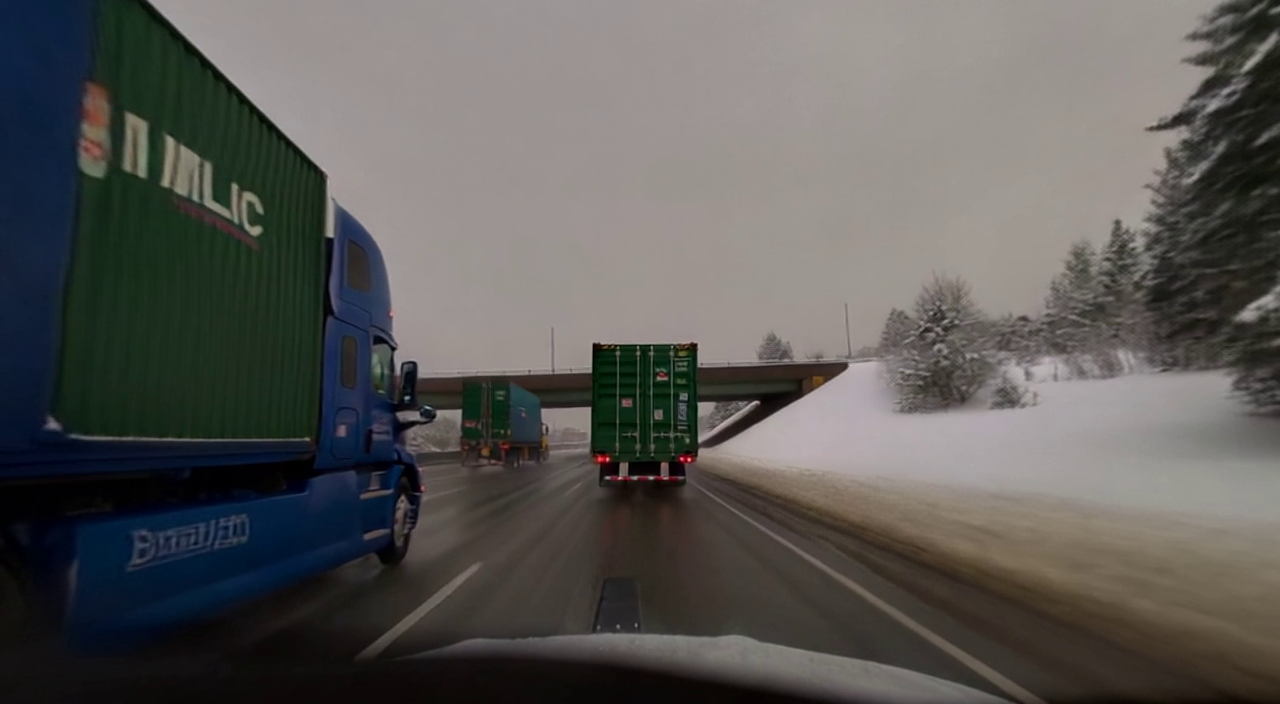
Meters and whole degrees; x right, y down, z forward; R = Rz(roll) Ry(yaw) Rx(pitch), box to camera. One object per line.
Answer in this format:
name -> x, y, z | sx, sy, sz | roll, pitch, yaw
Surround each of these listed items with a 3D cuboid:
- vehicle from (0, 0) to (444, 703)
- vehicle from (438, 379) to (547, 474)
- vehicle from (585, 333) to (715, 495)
vehicle -> -3.484, -0.200, 2.454 | 3.187, 3.949, 6.963 | 0, -9, 0
vehicle -> -7.336, 4.147, 33.694 | 3.023, 4.139, 11.860 | 0, -9, -1
vehicle -> 0.122, 2.133, 20.280 | 3.357, 4.212, 7.519 | 0, -9, -2
